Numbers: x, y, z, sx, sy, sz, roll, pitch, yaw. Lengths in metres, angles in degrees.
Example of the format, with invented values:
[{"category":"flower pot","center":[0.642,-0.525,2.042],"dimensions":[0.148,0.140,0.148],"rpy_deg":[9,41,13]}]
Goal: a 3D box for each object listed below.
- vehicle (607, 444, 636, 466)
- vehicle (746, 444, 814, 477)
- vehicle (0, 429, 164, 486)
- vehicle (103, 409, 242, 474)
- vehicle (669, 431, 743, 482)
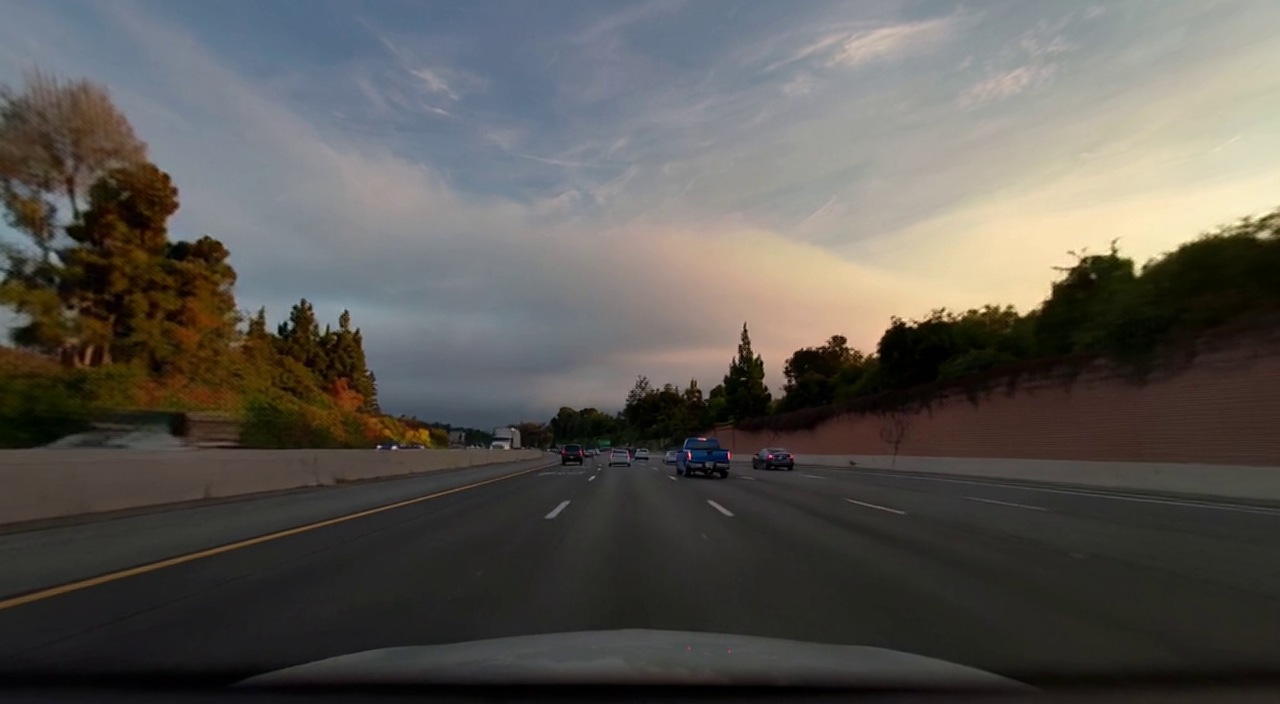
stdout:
[{"category":"vehicle","center":[-1.487,7.878,48.412],"dimensions":[2.050,1.607,3.821],"rpy_deg":[0,-8,-4]},{"category":"vehicle","center":[6.921,5.395,31.728],"dimensions":[1.976,1.485,4.925],"rpy_deg":[0,-8,-4]},{"category":"vehicle","center":[-17.784,3.253,19.767],"dimensions":[2.107,1.561,4.736],"rpy_deg":[0,-8,-2]},{"category":"vehicle","center":[-22.049,4.297,30.194],"dimensions":[2.220,2.772,5.866],"rpy_deg":[0,-8,-2]},{"category":"vehicle","center":[2.727,4.522,27.614],"dimensions":[2.374,1.952,5.431],"rpy_deg":[0,-8,-3]}]
